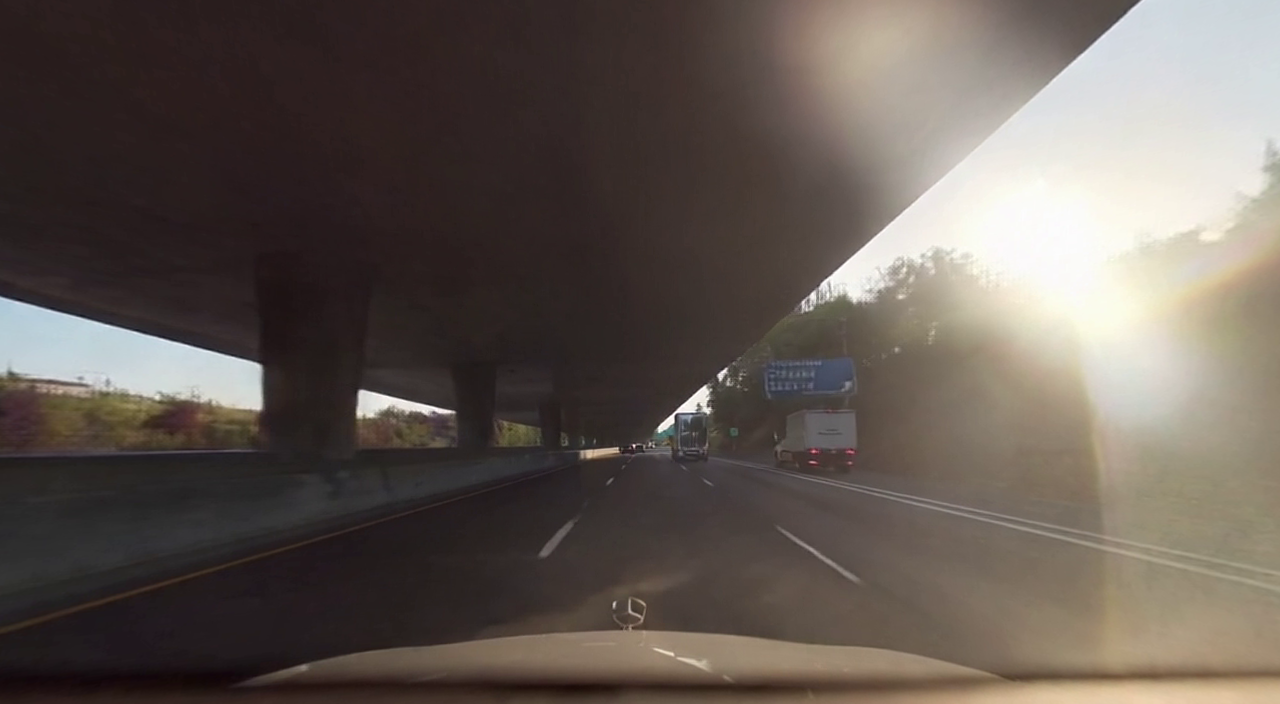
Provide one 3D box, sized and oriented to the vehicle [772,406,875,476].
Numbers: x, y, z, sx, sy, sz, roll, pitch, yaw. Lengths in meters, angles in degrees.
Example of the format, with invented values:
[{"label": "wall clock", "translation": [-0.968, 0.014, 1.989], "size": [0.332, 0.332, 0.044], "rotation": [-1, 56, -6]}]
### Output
[{"label": "vehicle", "translation": [7.973, 4.002, 28.400], "size": [2.474, 2.730, 7.349], "rotation": [0, -8, 0]}]
